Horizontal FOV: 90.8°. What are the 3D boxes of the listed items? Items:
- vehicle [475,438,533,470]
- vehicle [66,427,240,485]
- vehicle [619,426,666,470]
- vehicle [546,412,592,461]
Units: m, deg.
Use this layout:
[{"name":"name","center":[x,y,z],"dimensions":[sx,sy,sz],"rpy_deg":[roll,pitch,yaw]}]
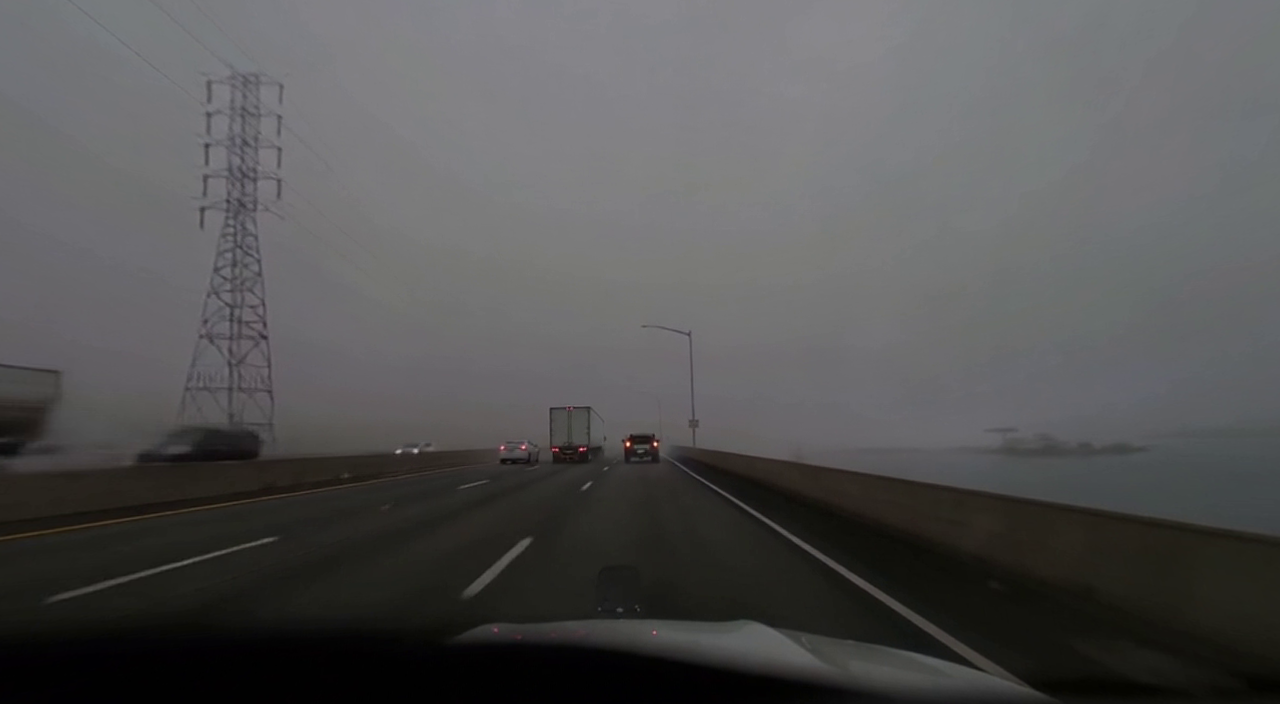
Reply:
[{"name":"vehicle","center":[-7.129,5.415,33.647],"dimensions":[2.004,1.545,4.513],"rpy_deg":[0,-8,1]},{"name":"vehicle","center":[-16.297,3.512,21.566],"dimensions":[1.972,1.723,4.983],"rpy_deg":[0,-8,0]},{"name":"vehicle","center":[0.138,5.088,33.601],"dimensions":[2.358,2.144,4.713],"rpy_deg":[0,-8,0]},{"name":"vehicle","center":[-3.742,4.543,33.855],"dimensions":[2.178,2.522,2.054],"rpy_deg":[0,-9,1]}]
